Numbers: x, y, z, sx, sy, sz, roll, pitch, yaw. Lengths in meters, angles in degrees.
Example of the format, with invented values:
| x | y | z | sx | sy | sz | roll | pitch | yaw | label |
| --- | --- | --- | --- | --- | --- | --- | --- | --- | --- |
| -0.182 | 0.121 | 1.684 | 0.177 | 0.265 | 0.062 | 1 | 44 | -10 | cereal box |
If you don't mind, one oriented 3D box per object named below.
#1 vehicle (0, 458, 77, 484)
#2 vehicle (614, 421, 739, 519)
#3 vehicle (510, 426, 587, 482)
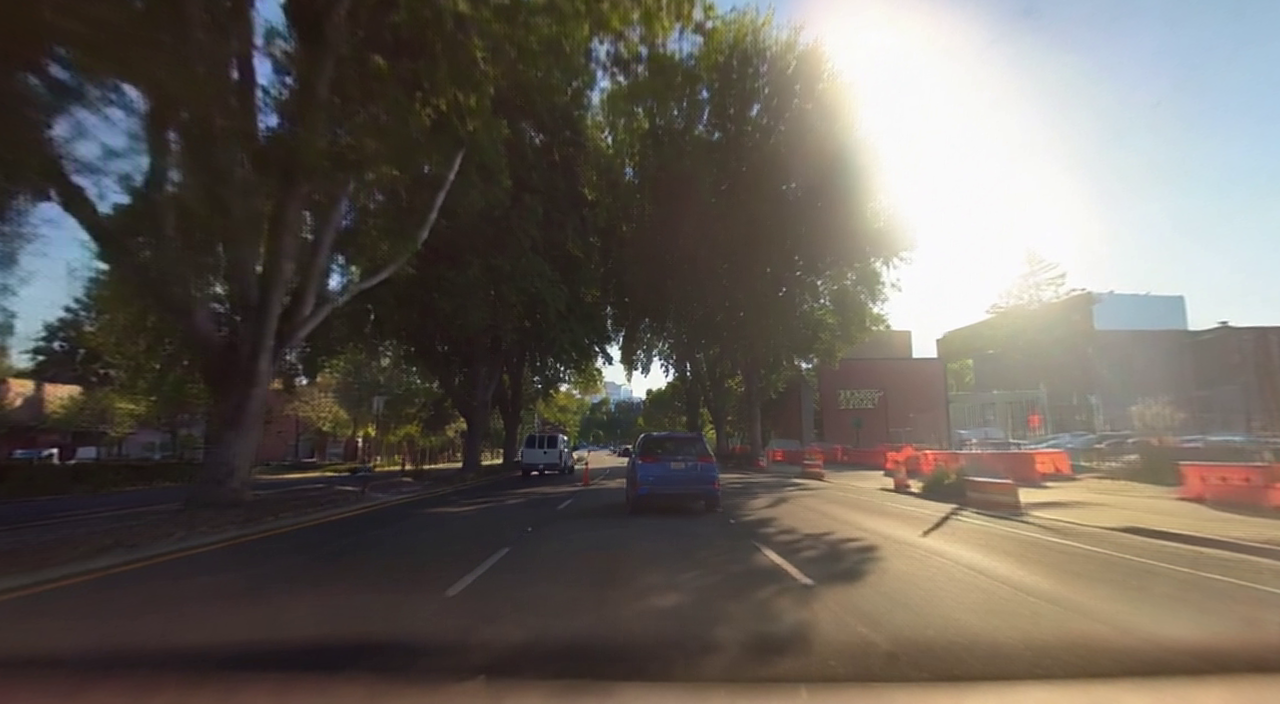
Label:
| x | y | z | sx | sy | sz | roll | pitch | yaw | label |
| --- | --- | --- | --- | --- | --- | --- | --- | --- | --- |
| -38.314 | 7.524 | 40.144 | 1.821 | 1.463 | 4.434 | 2 | -9 | -15 | vehicle |
| 0.566 | 2.424 | 13.433 | 2.168 | 1.725 | 4.192 | 0 | -8 | -3 | vehicle |
| -3.605 | 4.174 | 26.078 | 2.357 | 2.063 | 5.488 | 0 | -8 | 0 | vehicle |
